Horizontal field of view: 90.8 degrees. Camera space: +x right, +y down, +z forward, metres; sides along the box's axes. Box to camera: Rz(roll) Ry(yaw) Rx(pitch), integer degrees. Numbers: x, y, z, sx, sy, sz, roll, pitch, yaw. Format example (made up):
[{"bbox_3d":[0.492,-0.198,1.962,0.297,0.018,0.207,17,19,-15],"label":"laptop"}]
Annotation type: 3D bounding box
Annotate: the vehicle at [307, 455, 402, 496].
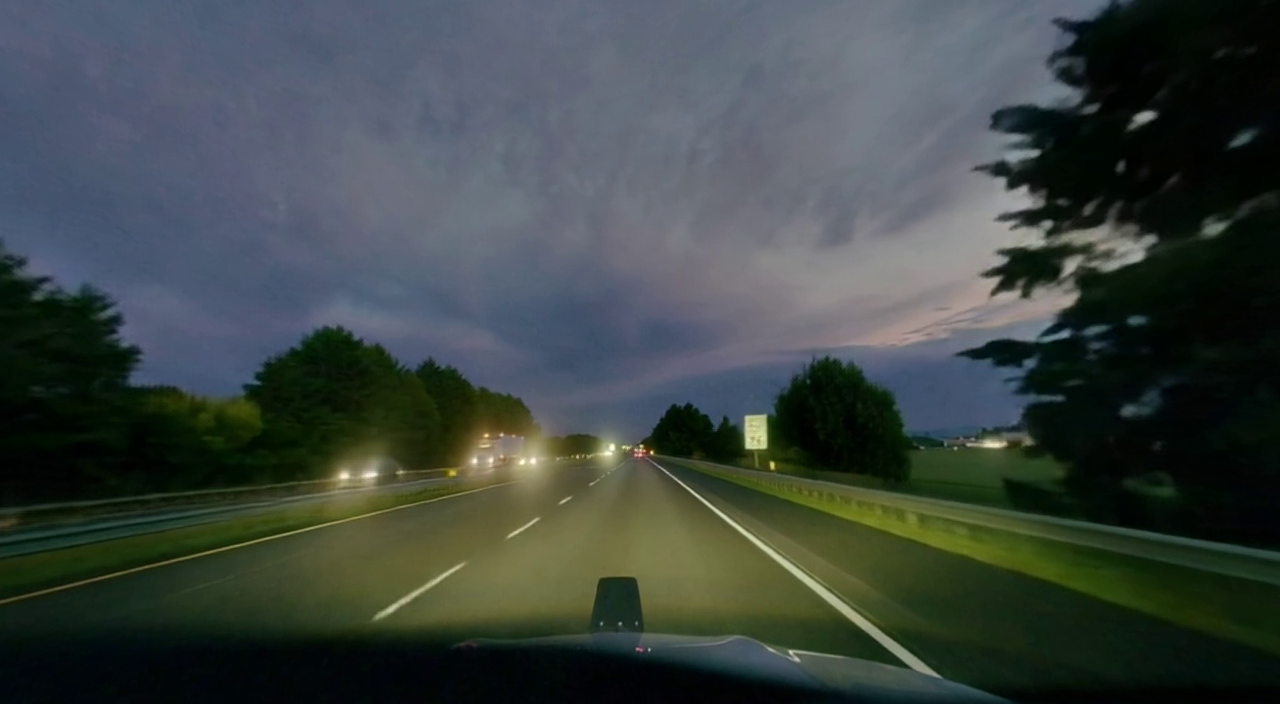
[{"bbox_3d":[-11.840,5.137,26.490,2.091,1.567,3.917,0,-9,0],"label":"vehicle"}]
